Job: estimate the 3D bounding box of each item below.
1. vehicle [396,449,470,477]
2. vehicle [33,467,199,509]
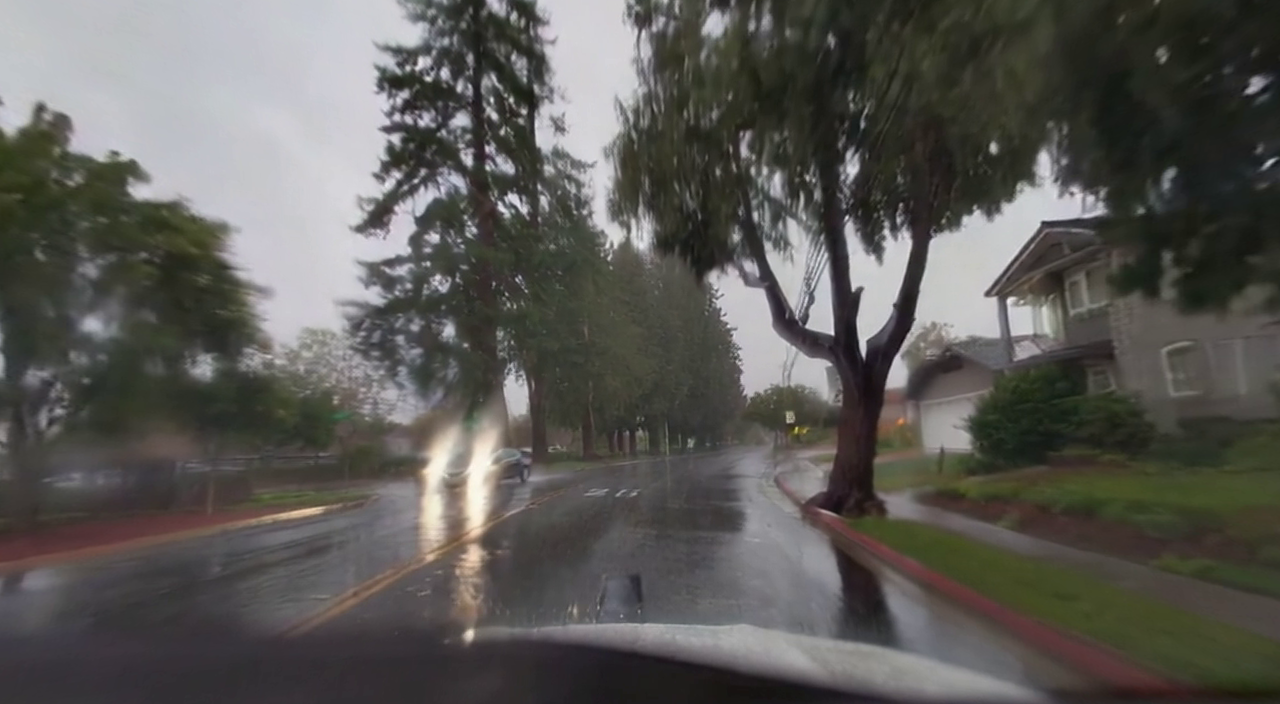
[{"bbox_3d":[-14.206,7.586,43.312,4.675,1.442,1.906,-1,-7,-20],"label":"vehicle"},{"bbox_3d":[-22.044,5.712,26.870,4.943,1.493,2.036,3,-9,-21],"label":"vehicle"}]
